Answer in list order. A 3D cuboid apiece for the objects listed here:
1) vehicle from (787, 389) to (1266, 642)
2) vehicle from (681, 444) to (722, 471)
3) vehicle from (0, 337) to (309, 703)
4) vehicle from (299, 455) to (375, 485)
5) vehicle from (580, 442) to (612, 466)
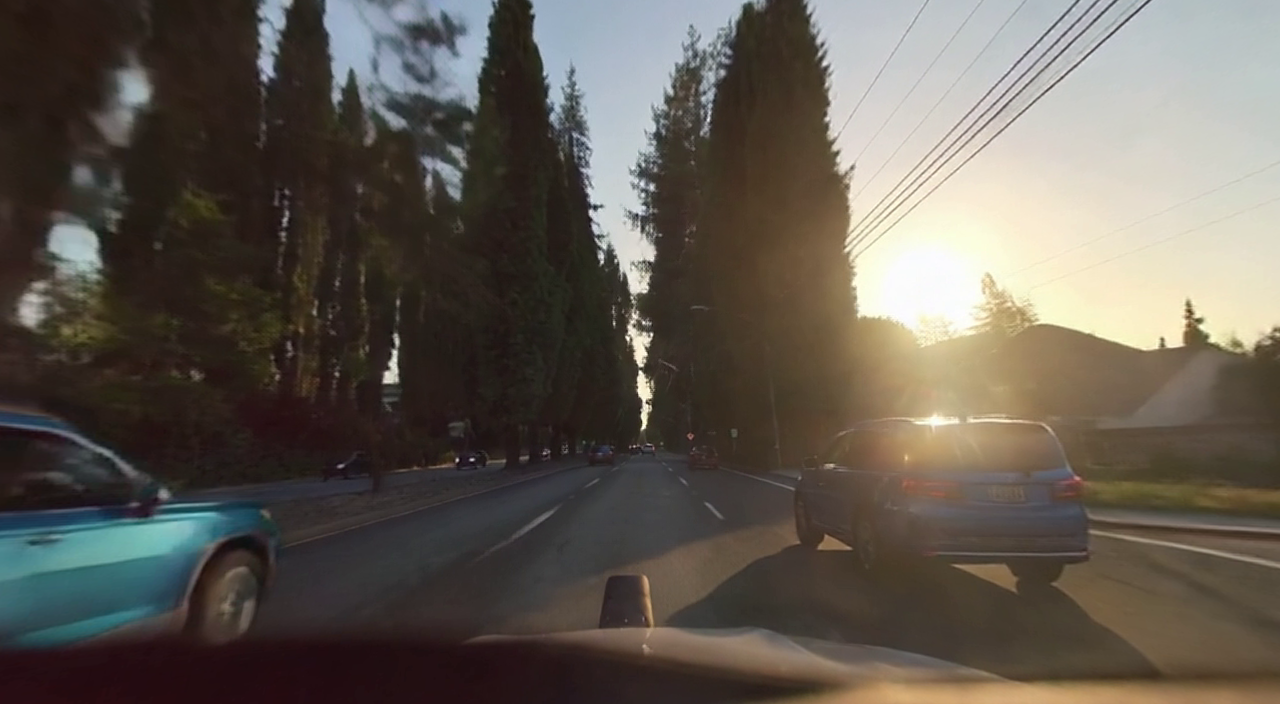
[{"bbox_3d":[3.203,1.467,6.665,2.182,1.744,4.464,0,-9,0],"label":"vehicle"},{"bbox_3d":[3.484,6.060,36.329,1.906,1.468,4.422,0,-9,0],"label":"vehicle"},{"bbox_3d":[-3.689,0.842,2.614,2.104,1.785,4.494,0,-9,1],"label":"vehicle"},{"bbox_3d":[-16.201,6.313,34.014,1.875,1.469,4.344,0,-9,1],"label":"vehicle"},{"bbox_3d":[-3.301,7.718,48.015,2.066,1.725,4.241,0,-9,1],"label":"vehicle"}]
